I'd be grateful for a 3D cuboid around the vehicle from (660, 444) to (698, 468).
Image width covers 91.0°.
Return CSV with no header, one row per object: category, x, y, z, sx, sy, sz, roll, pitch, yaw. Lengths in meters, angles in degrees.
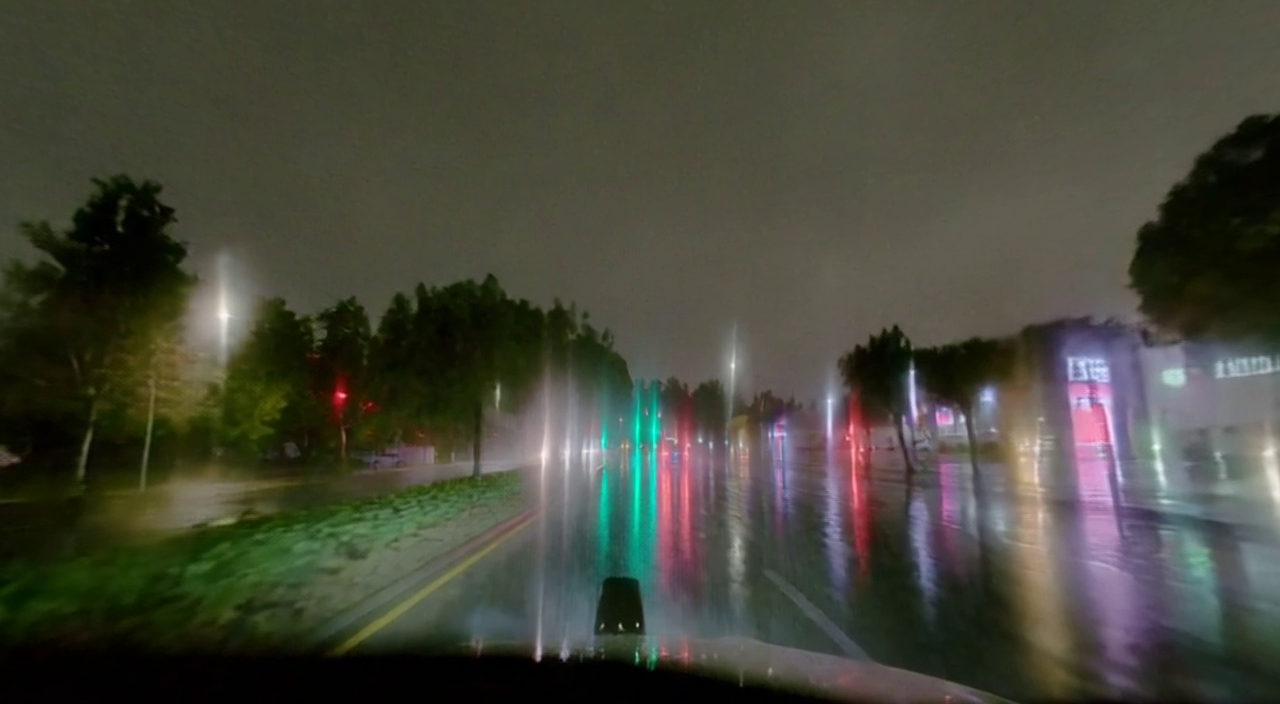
vehicle,2.484,6.744,41.048,2.015,1.479,4.444,0,-9,-2
